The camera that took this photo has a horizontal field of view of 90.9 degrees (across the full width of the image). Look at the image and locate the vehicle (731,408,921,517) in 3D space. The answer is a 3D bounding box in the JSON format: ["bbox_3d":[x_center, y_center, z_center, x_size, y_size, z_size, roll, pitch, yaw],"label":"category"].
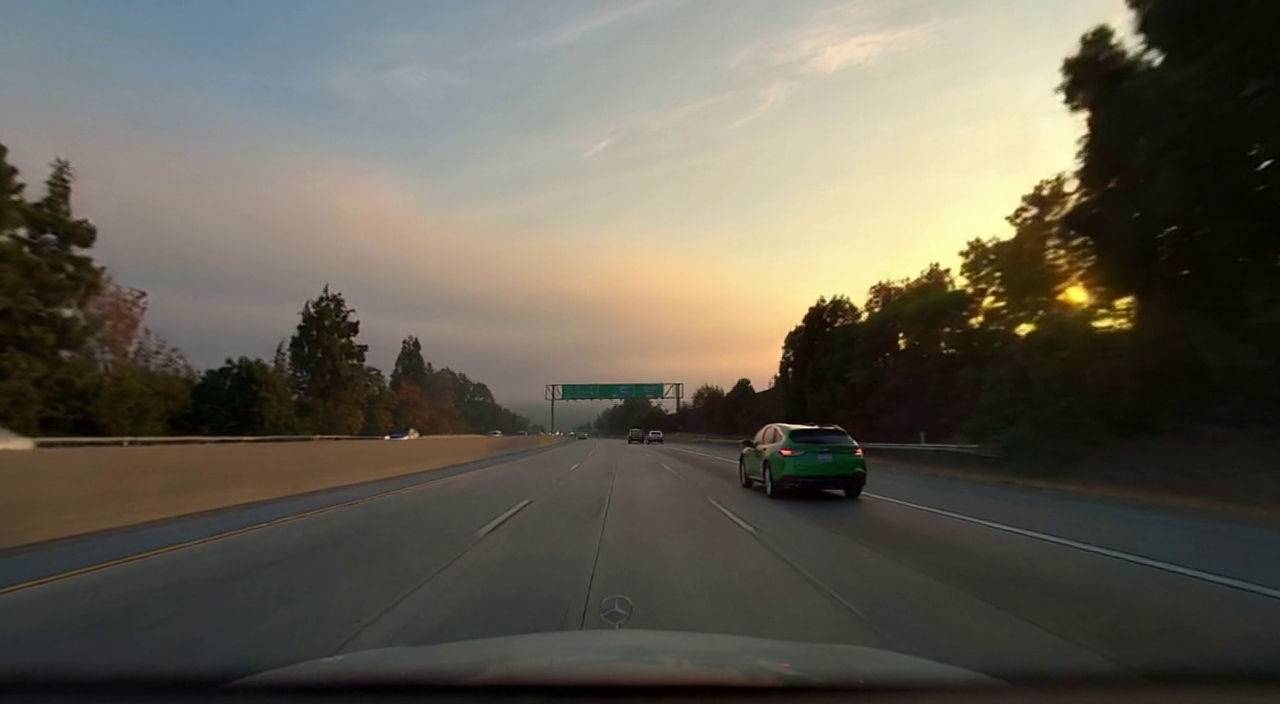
[{"bbox_3d":[3.153,1.992,11.799,2.107,1.642,4.331,0,-8,-2],"label":"vehicle"}]
